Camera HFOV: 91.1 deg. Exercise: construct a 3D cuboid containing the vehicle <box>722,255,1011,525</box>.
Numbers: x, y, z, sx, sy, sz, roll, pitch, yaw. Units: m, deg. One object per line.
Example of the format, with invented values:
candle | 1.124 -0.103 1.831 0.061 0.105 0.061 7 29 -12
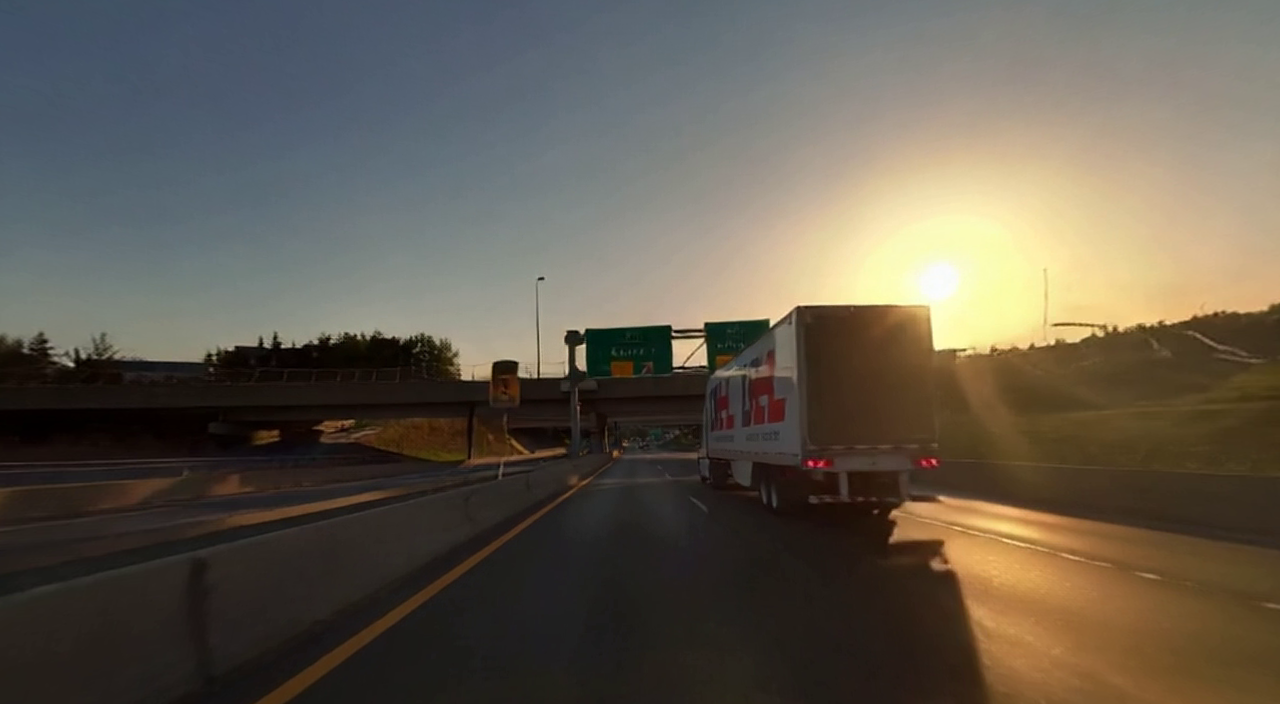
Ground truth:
vehicle | 3.879 1.128 13.482 2.879 4.075 8.126 0 -9 -2
